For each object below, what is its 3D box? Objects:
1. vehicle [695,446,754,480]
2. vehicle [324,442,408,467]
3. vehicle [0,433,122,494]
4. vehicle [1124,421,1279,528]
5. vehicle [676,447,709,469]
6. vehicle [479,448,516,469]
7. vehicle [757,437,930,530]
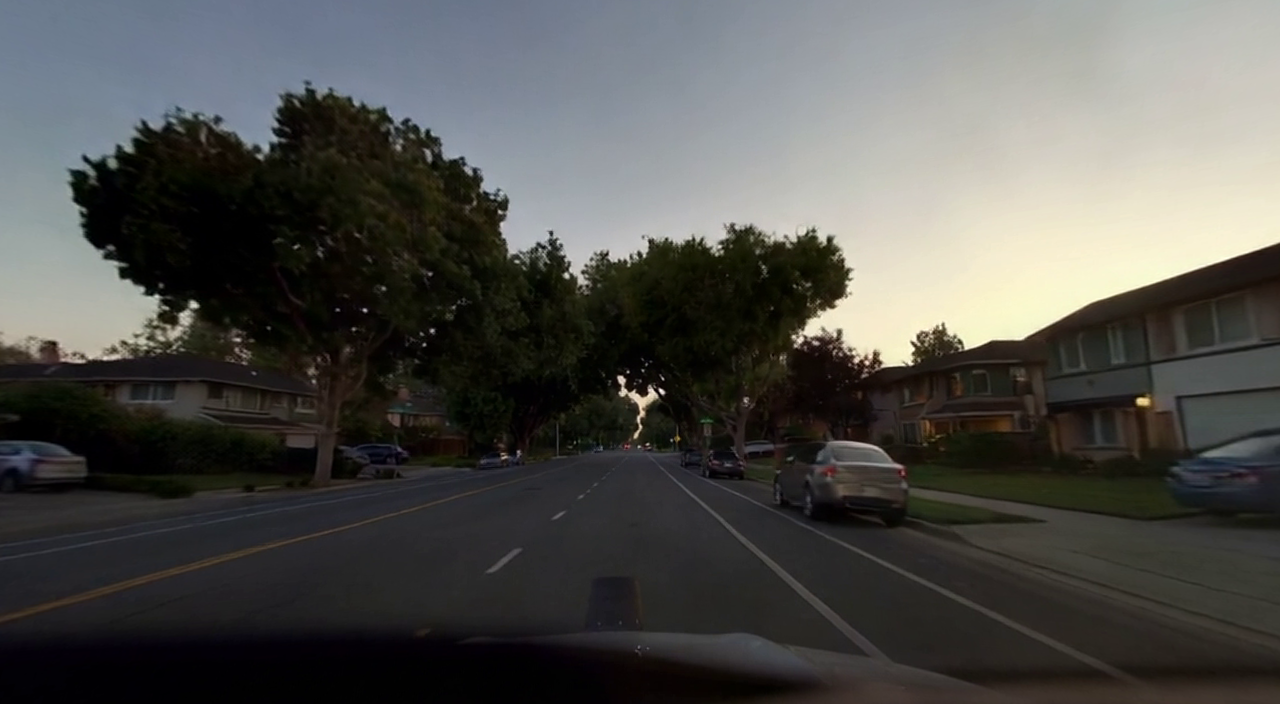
[{"bbox_3d":[4.046,5.399,31.043,1.997,1.510,4.555,0,-9,-4],"label":"vehicle"},{"bbox_3d":[-20.157,7.561,46.682,5.216,1.780,2.045,0,-9,-1],"label":"vehicle"},{"bbox_3d":[-19.108,3.418,19.486,4.484,1.733,1.913,0,-9,0],"label":"vehicle"},{"bbox_3d":[11.311,1.955,10.380,4.884,1.561,2.118,0,-9,1],"label":"vehicle"},{"bbox_3d":[3.888,7.907,47.360,2.002,1.493,4.652,0,-9,-1],"label":"vehicle"},{"bbox_3d":[-11.027,8.282,49.250,1.895,1.551,4.229,0,-9,0],"label":"vehicle"},{"bbox_3d":[4.016,2.664,13.452,1.999,1.615,4.513,0,-9,-3],"label":"vehicle"}]
